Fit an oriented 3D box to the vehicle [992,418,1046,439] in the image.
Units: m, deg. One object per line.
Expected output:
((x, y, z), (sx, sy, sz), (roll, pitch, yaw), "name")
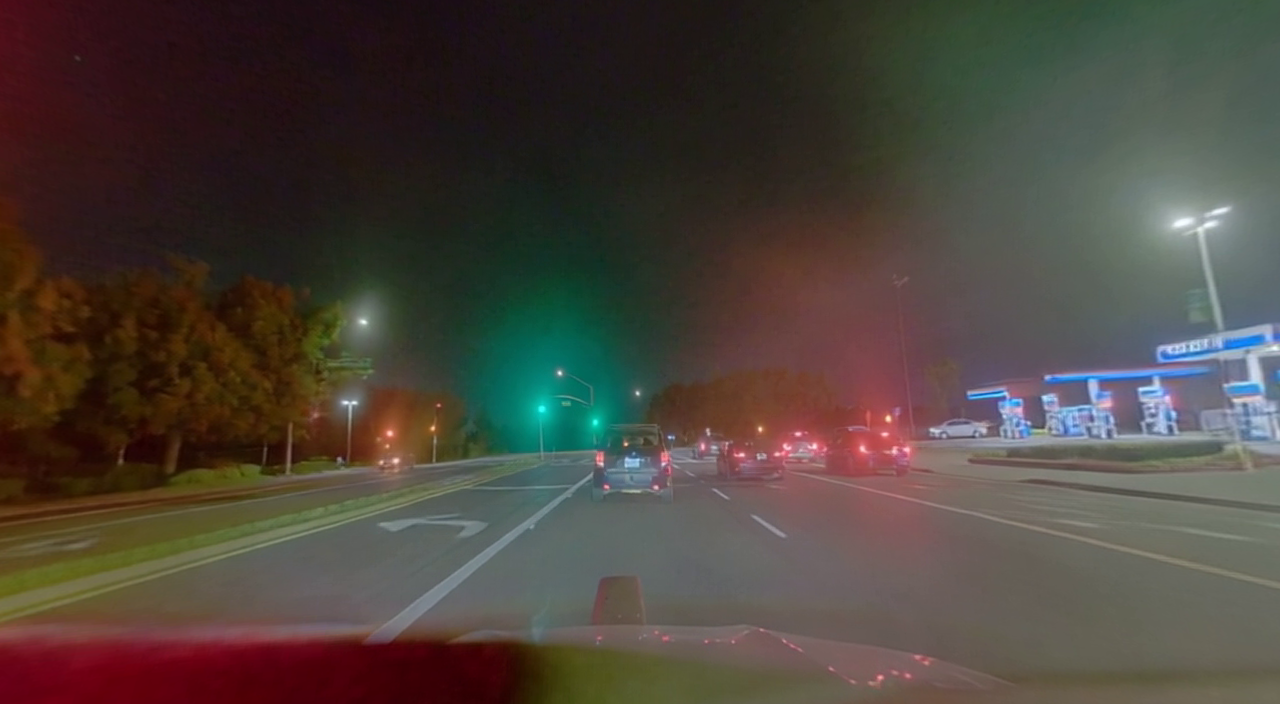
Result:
((27.850, 5.678, 46.529), (1.709, 1.423, 3.660), (0, -8, 0), "vehicle")

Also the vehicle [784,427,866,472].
((6.991, 3.731, 24.318), (1.793, 1.585, 4.130), (0, -8, -2), "vehicle")

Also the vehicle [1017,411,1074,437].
((30.627, 5.497, 47.856), (1.769, 1.782, 4.068), (0, -9, 3), "vehicle")

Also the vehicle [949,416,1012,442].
((25.379, 5.828, 47.226), (2.107, 1.806, 4.410), (0, -8, -2), "vehicle")

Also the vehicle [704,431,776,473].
((3.716, 3.827, 24.365), (1.940, 1.474, 4.234), (0, -8, -2), "vehicle")

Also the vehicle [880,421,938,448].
((19.949, 6.128, 47.064), (1.929, 1.763, 5.190), (-3, -8, 0), "vehicle")

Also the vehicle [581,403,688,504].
((-0.123, 2.305, 14.637), (2.038, 1.917, 4.900), (0, -8, 0), "vehicle")

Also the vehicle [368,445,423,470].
((-16.813, 7.245, 43.687), (1.942, 1.479, 4.765), (-4, -8, -1), "vehicle")
